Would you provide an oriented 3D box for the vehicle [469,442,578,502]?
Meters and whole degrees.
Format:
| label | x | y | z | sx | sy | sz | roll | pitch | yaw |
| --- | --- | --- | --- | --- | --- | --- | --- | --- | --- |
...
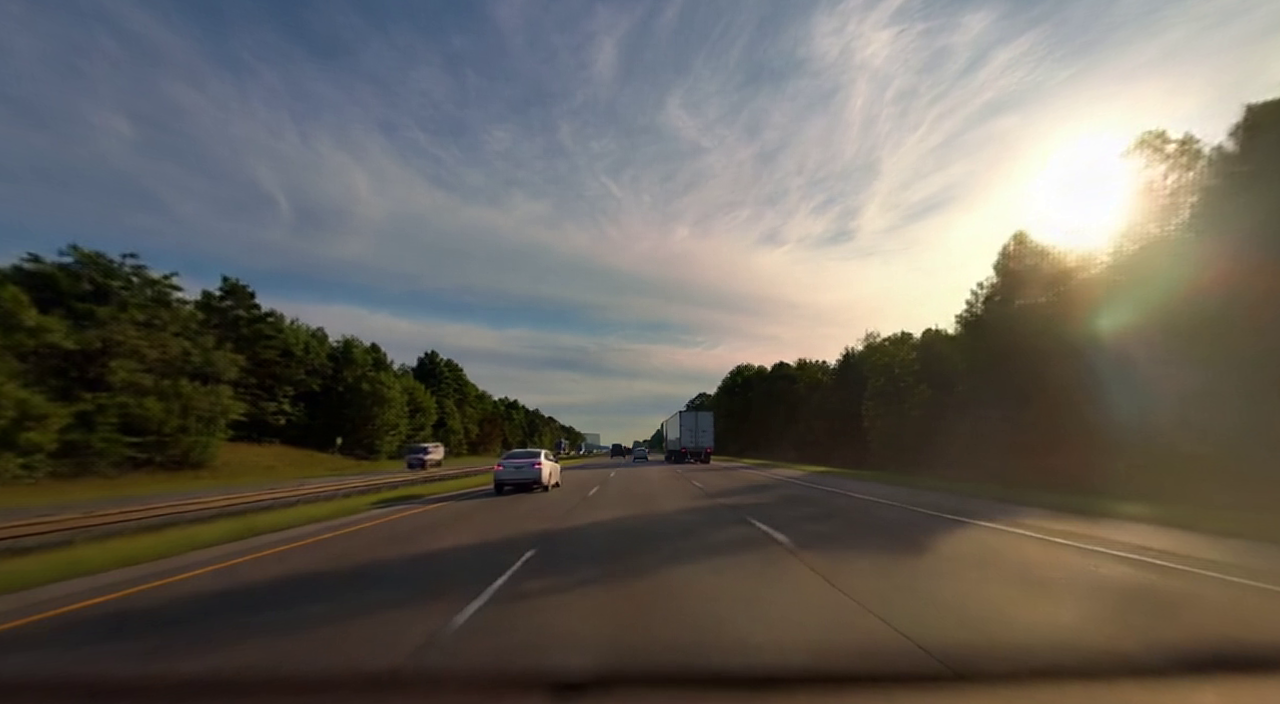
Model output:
| label | x | y | z | sx | sy | sz | roll | pitch | yaw |
| --- | --- | --- | --- | --- | --- | --- | --- | --- | --- |
| vehicle | -3.096 | 3.318 | 17.838 | 2.121 | 1.445 | 4.651 | 0 | -9 | 1 |
